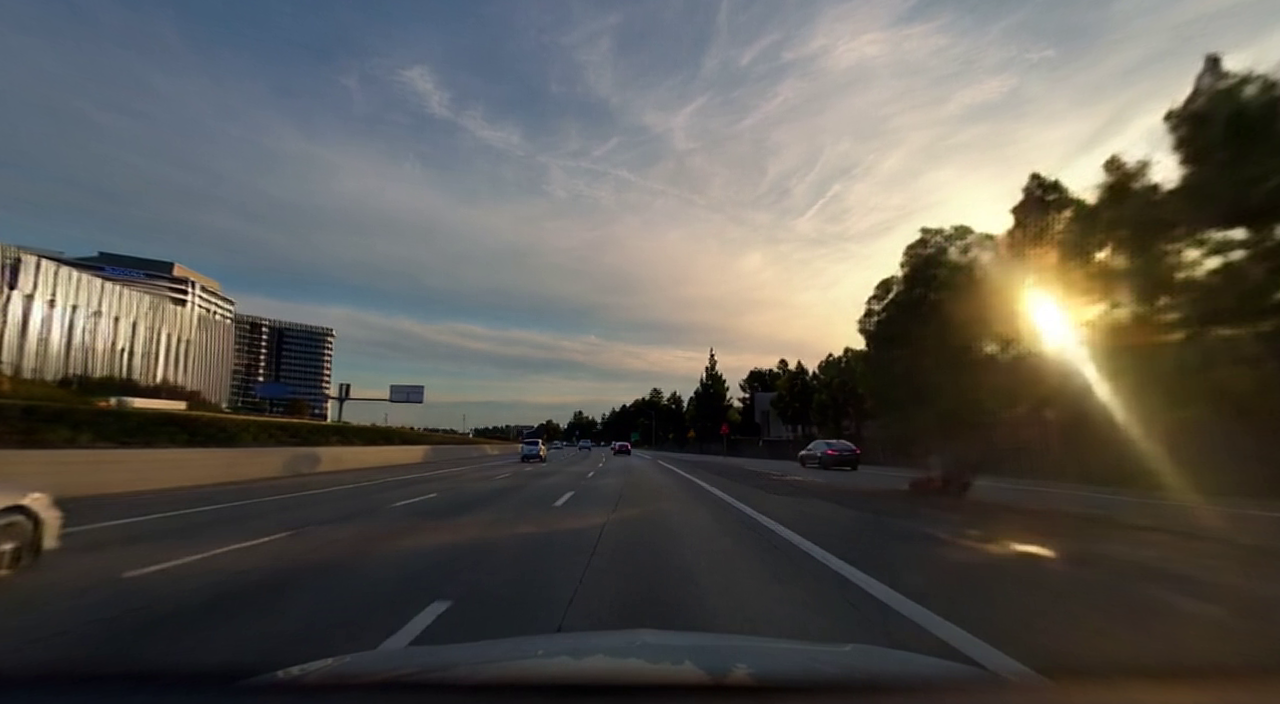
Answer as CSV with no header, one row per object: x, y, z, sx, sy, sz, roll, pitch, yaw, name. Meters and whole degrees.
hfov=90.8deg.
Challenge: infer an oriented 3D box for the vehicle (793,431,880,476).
8.369,4.383,27.403,2.023,1.782,4.193,1,-9,-6,vehicle
